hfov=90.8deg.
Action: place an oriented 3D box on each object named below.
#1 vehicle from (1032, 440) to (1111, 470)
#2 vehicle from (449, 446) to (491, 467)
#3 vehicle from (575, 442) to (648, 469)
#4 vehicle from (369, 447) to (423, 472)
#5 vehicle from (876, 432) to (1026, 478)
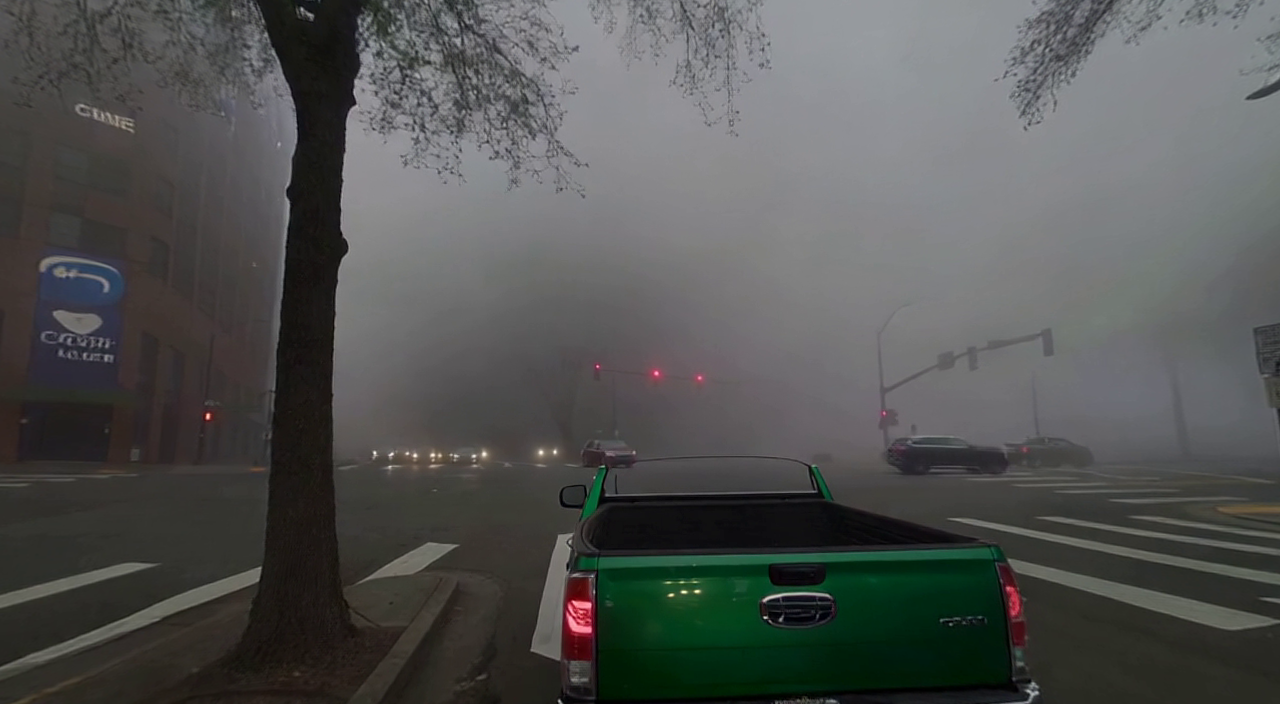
[{"bbox_3d":[26.361,6.272,38.574,4.541,1.731,2.007,5,-10,-28],"label":"vehicle"},{"bbox_3d":[-12.608,7.762,47.081,1.946,1.474,4.008,0,-9,0],"label":"vehicle"},{"bbox_3d":[-1.700,5.946,36.467,1.879,1.464,4.457,7,-11,-39],"label":"vehicle"},{"bbox_3d":[-16.249,7.146,42.250,1.883,1.586,4.297,0,-9,0],"label":"vehicle"},{"bbox_3d":[14.037,4.664,28.723,5.667,1.927,2.289,1,-9,-7],"label":"vehicle"}]
